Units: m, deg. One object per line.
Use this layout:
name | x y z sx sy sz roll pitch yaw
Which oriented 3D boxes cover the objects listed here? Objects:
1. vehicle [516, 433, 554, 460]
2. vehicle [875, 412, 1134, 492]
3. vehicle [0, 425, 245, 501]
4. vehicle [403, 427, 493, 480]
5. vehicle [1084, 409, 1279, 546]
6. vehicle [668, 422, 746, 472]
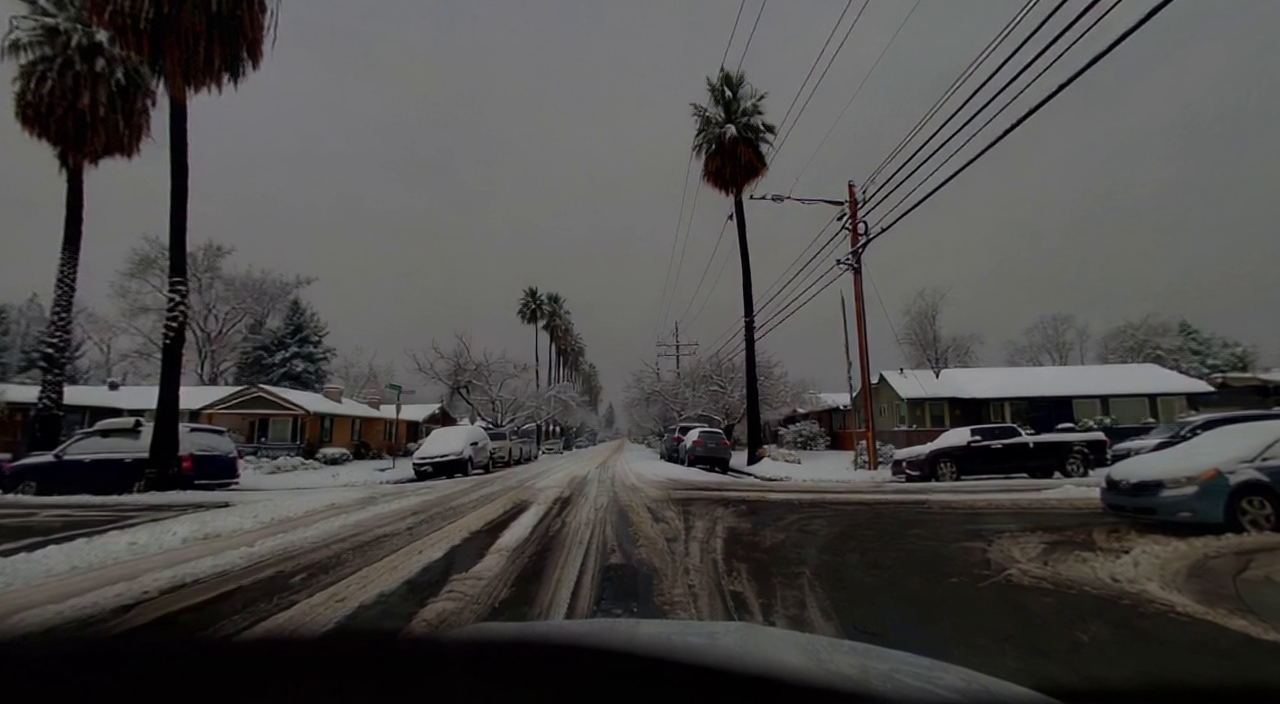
vehicle | -7.716 7.021 46.775 2.178 1.865 4.658 0 -9 -2
vehicle | 10.263 2.853 18.170 5.971 1.967 2.385 -1 -9 -5
vehicle | -14.797 3.090 17.679 5.847 1.766 2.392 -2 -9 -3
vehicle | -6.957 3.743 23.456 2.198 1.724 4.493 1 -9 -4
vehicle | 8.994 1.666 8.703 4.181 1.638 2.015 0 -9 -1
vehicle | 2.694 4.082 27.212 2.505 1.895 5.805 0 -9 -2
